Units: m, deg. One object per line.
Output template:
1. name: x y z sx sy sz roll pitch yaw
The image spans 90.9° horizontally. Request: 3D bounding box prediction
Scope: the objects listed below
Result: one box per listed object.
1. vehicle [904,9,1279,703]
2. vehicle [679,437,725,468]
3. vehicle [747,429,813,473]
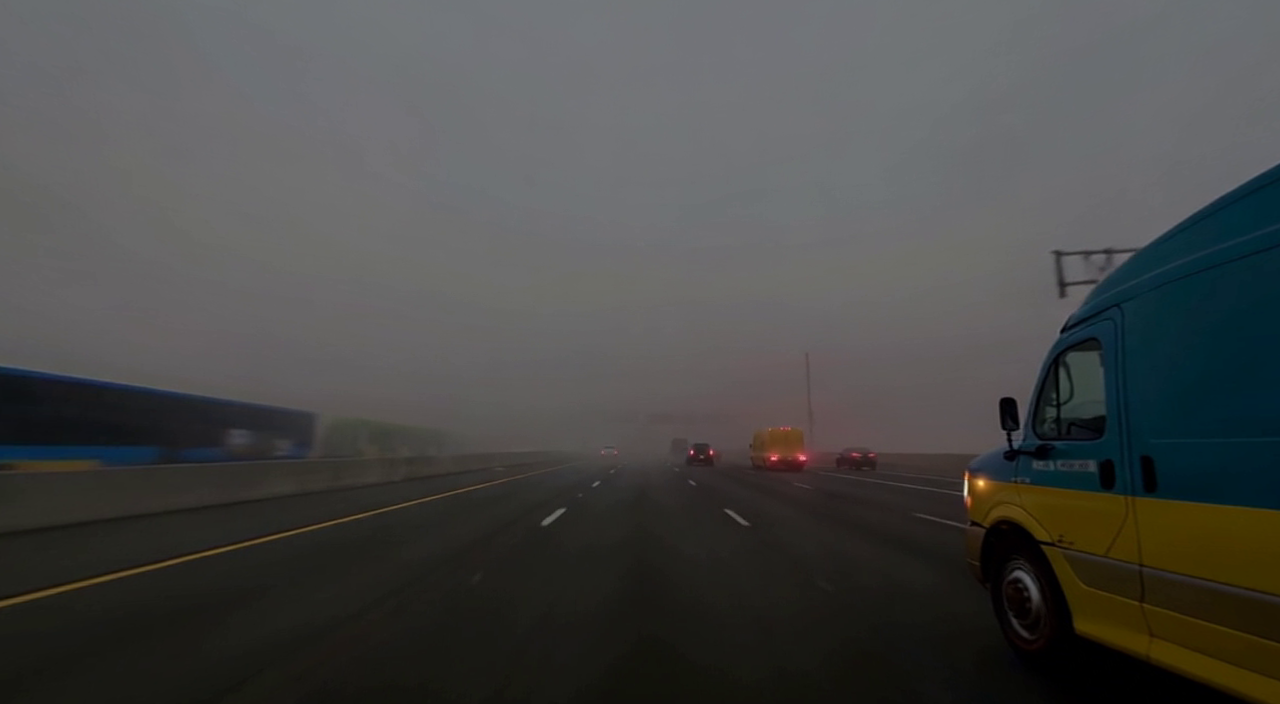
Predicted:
1. vehicle: 3.304 0.152 1.265 2.436 2.745 7.034 0 -8 0
2. vehicle: 4.045 6.738 42.484 2.464 1.961 5.520 0 -8 -1
3. vehicle: 7.462 5.353 34.290 2.301 2.203 5.419 0 -8 -1
